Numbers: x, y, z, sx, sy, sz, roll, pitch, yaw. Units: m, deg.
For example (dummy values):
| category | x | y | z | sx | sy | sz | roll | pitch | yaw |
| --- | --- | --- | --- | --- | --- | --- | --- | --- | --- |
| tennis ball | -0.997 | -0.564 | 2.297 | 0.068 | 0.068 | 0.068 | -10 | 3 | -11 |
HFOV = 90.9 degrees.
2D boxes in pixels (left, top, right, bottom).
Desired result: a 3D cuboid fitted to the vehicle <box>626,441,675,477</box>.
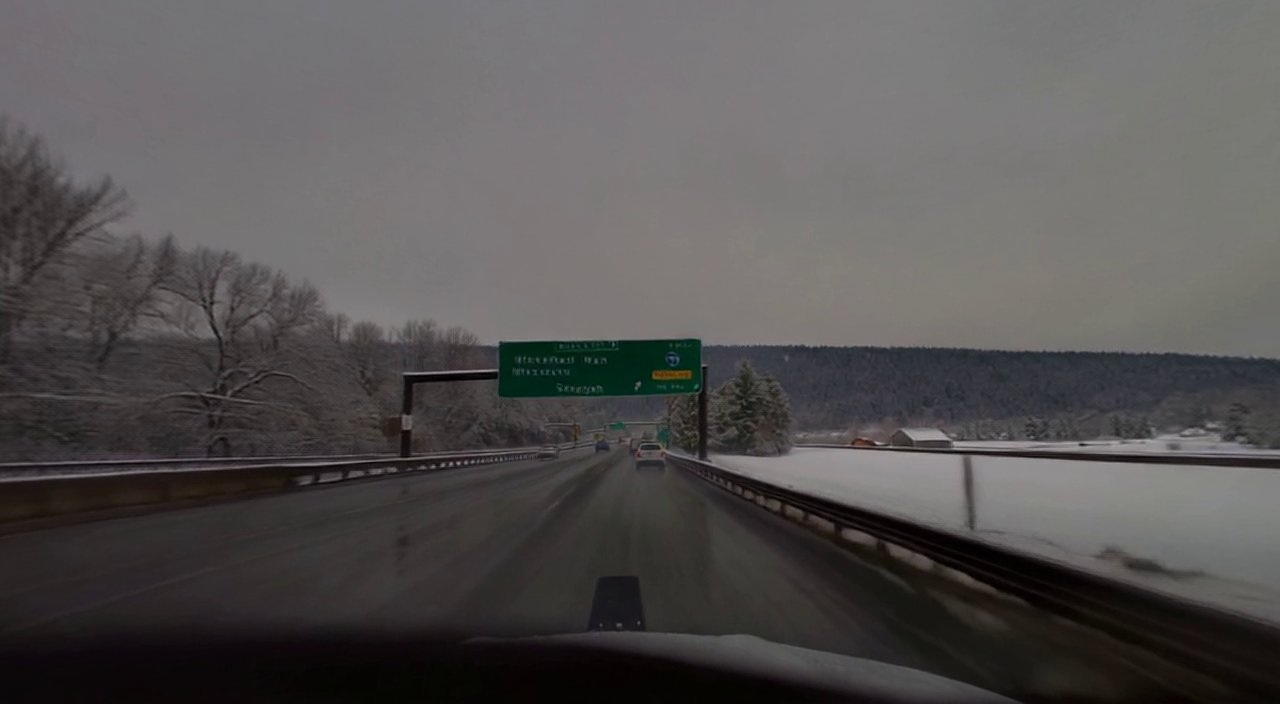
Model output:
| category | x | y | z | sx | sy | sz | roll | pitch | yaw |
| --- | --- | --- | --- | --- | --- | --- | --- | --- | --- |
| vehicle | 0.417 | 4.783 | 28.301 | 2.019 | 1.475 | 4.301 | 1 | -9 | -1 |

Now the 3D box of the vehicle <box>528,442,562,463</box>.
| category | x | y | z | sx | sy | sz | roll | pitch | yaw |
| --- | --- | --- | --- | --- | --- | --- | --- | --- | --- |
| vehicle | -7.100 | 7.569 | 47.444 | 1.955 | 1.468 | 3.637 | 0 | -9 | 0 |
